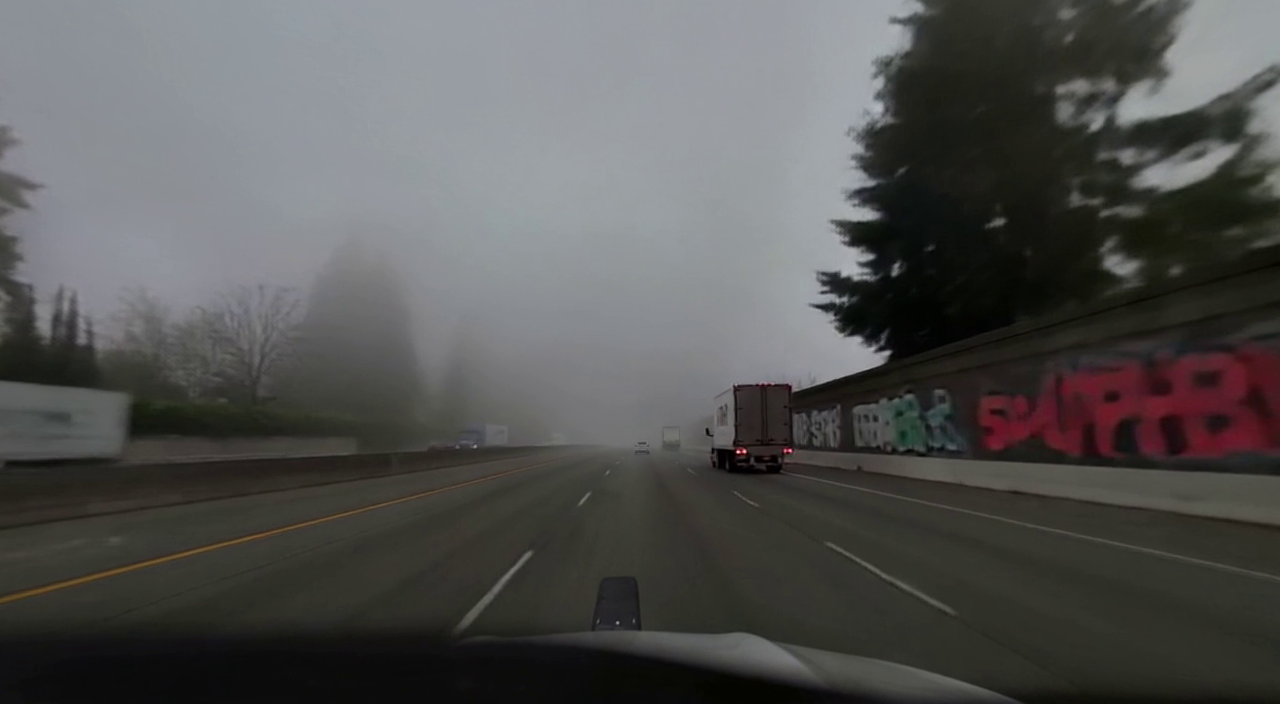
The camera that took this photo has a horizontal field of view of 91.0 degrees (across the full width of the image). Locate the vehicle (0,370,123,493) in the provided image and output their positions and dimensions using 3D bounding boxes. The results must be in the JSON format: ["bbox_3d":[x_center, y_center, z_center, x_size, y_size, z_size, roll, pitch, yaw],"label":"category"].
[{"bbox_3d":[-20.795,1.847,15.004,2.850,3.711,17.121,0,-8,-1],"label":"vehicle"}]

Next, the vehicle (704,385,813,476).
[{"bbox_3d":[5.142,3.761,29.713,2.949,3.470,10.539,0,-8,-1],"label":"vehicle"}]
